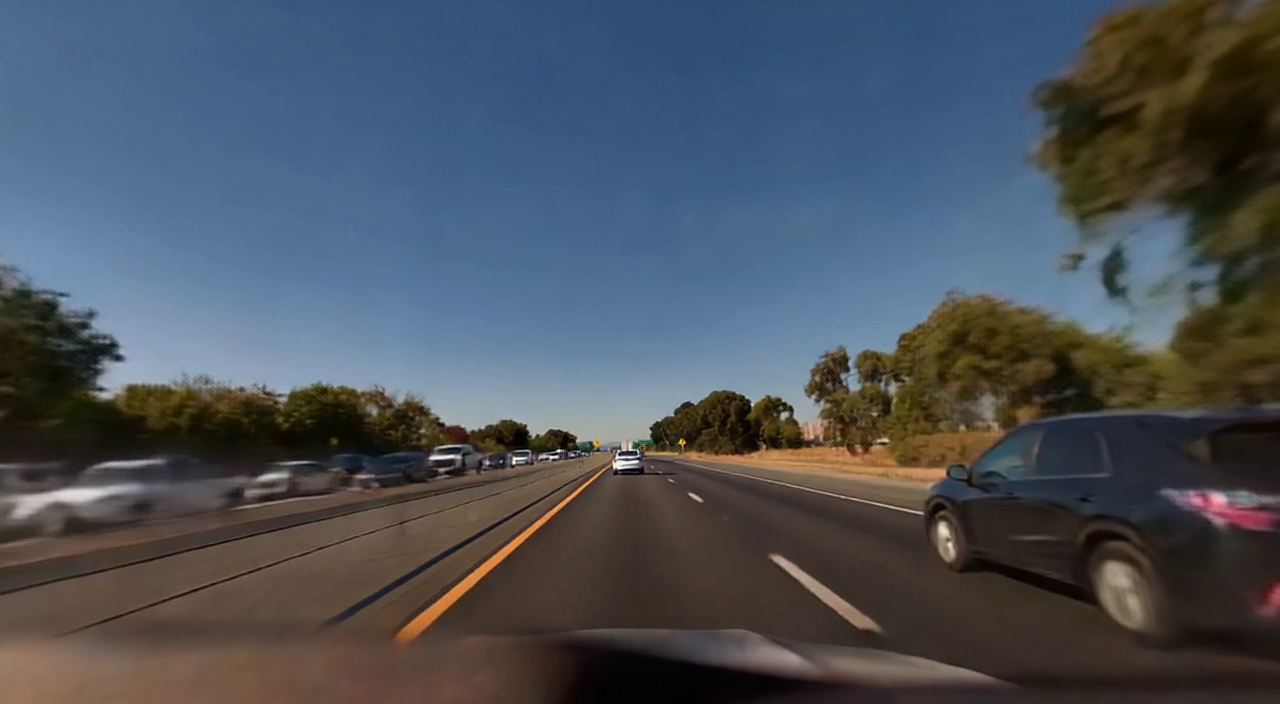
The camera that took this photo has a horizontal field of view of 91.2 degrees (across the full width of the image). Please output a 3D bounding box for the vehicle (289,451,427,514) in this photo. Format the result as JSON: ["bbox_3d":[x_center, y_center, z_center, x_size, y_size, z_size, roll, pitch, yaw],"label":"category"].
[{"bbox_3d":[-7.717,3.582,17.703,1.909,1.523,4.359,0,-9,-1],"label":"vehicle"}]

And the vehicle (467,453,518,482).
[{"bbox_3d":[-8.139,6.376,34.961,1.917,1.483,4.289,0,-9,-1],"label":"vehicle"}]

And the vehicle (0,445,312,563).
[{"bbox_3d":[-7.959,2.473,11.004,1.961,1.611,4.479,0,-9,0],"label":"vehicle"}]

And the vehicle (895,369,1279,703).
[{"bbox_3d":[4.046,1.244,5.092,2.077,1.673,4.267,0,-9,-1],"label":"vehicle"}]

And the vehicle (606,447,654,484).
[{"bbox_3d":[-0.456,5.005,27.925,1.971,1.518,4.108,0,-9,-1],"label":"vehicle"}]

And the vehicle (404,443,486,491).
[{"bbox_3d":[-7.948,4.731,26.031,2.019,1.809,4.361,0,-9,-1],"label":"vehicle"}]
